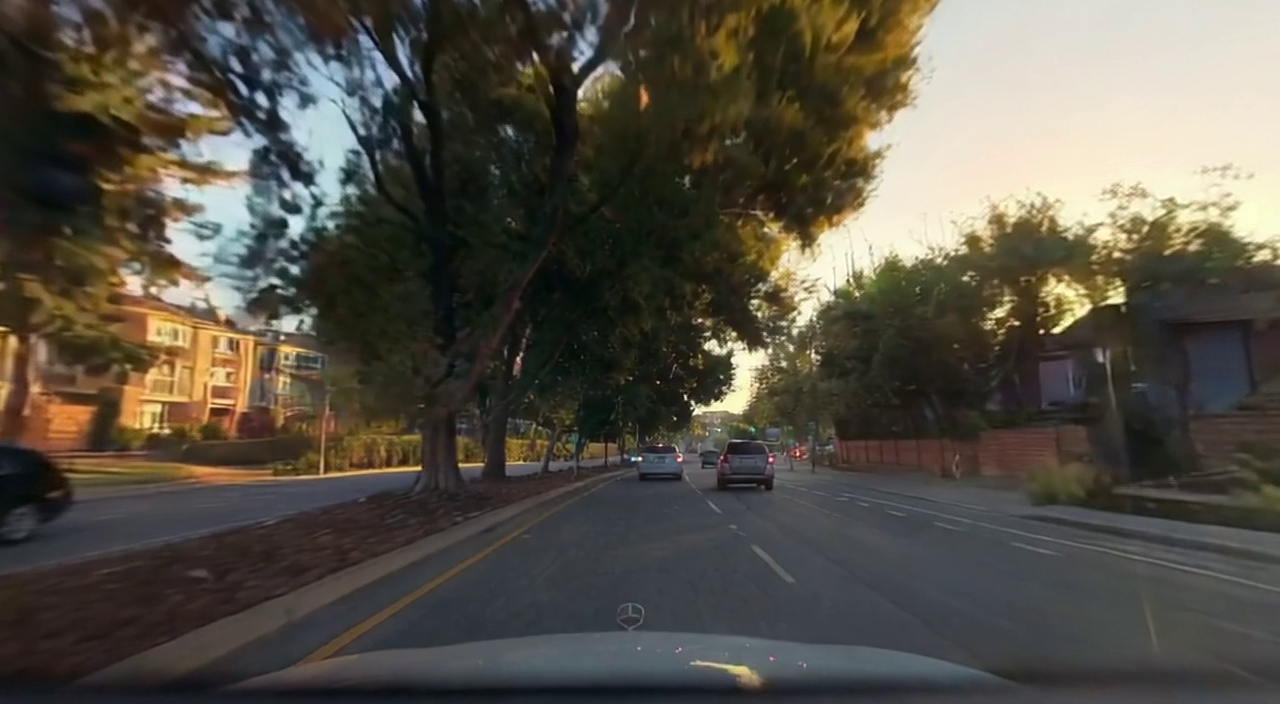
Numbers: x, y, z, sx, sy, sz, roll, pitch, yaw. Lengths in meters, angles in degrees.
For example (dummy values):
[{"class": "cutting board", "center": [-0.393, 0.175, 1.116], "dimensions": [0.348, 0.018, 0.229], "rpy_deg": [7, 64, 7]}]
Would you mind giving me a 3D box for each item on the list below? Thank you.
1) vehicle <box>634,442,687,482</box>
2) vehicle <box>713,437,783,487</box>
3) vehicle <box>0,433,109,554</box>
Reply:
[{"class": "vehicle", "center": [1.078, 5.333, 30.865], "dimensions": [2.185, 1.822, 4.391], "rpy_deg": [-1, -8, 7]}, {"class": "vehicle", "center": [4.201, 4.329, 25.183], "dimensions": [2.166, 1.799, 4.372], "rpy_deg": [-1, -8, 2]}, {"class": "vehicle", "center": [-9.123, 1.675, 7.144], "dimensions": [1.991, 1.503, 4.688], "rpy_deg": [-1, -8, 3]}]
